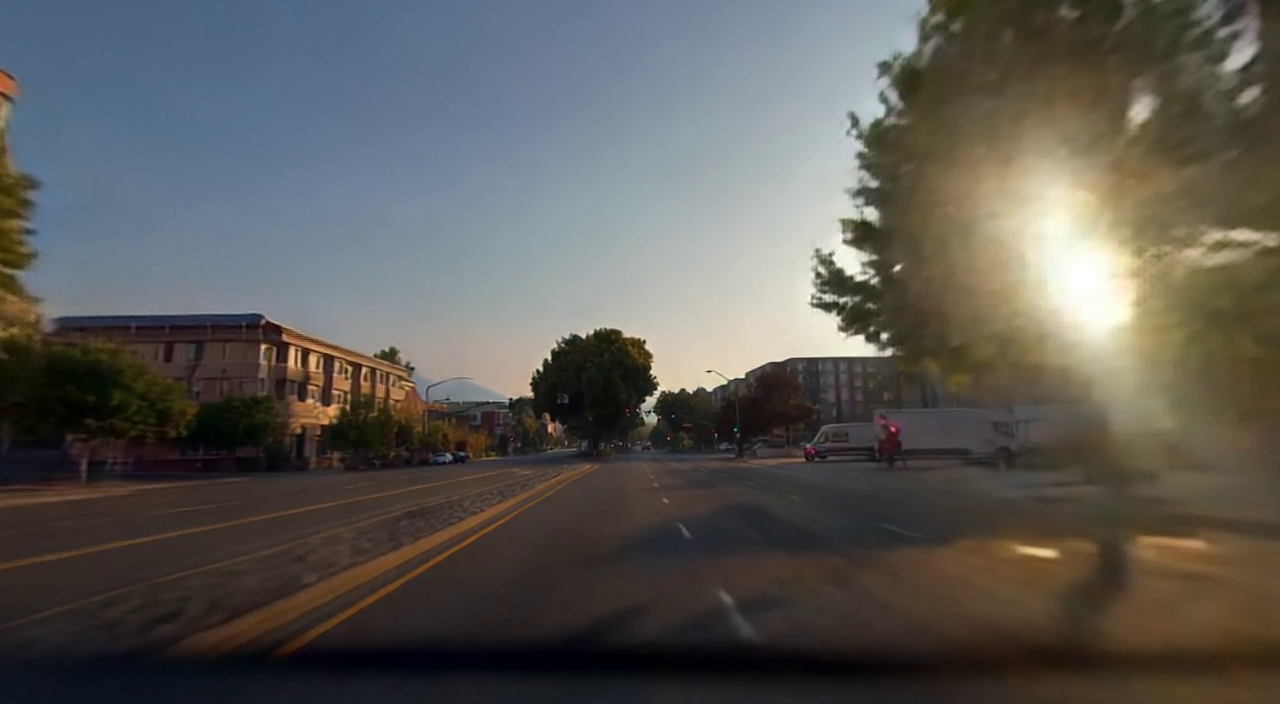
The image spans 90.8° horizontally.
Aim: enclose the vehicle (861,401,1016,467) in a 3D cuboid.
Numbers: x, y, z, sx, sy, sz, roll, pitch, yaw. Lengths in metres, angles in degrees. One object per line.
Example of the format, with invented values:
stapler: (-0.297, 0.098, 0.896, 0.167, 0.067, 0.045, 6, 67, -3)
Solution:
vehicle: (16.654, 4.641, 35.602, 7.225, 3.553, 2.709, 0, -9, -3)
